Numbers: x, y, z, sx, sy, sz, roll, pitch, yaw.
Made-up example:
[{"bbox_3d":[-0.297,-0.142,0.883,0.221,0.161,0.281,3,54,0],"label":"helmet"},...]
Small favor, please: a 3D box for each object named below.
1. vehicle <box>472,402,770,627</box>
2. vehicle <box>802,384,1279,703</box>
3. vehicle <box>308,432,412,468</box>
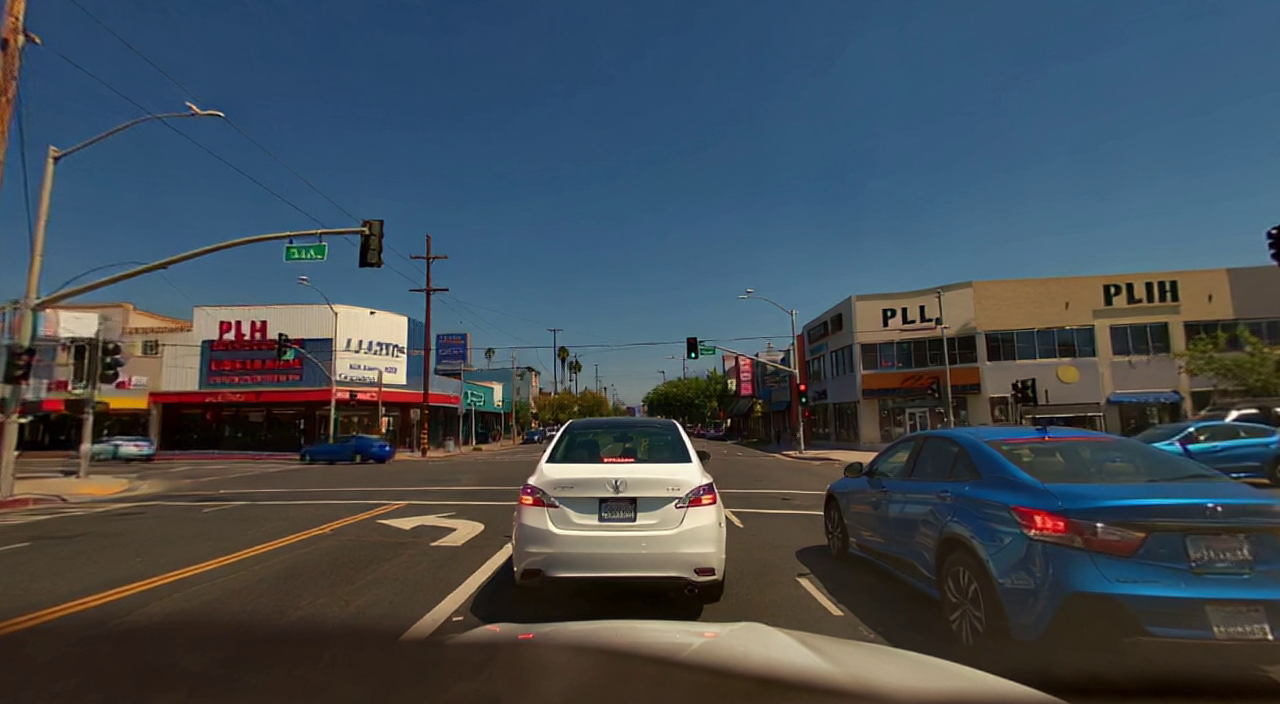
[{"bbox_3d":[-0.154,1.505,6.935,2.123,1.589,4.702,0,-8,0],"label":"vehicle"},{"bbox_3d":[3.026,1.308,5.445,1.983,1.654,4.354,0,-8,-2],"label":"vehicle"},{"bbox_3d":[-14.871,5.199,33.565,5.003,1.799,2.066,-4,-9,21],"label":"vehicle"}]
